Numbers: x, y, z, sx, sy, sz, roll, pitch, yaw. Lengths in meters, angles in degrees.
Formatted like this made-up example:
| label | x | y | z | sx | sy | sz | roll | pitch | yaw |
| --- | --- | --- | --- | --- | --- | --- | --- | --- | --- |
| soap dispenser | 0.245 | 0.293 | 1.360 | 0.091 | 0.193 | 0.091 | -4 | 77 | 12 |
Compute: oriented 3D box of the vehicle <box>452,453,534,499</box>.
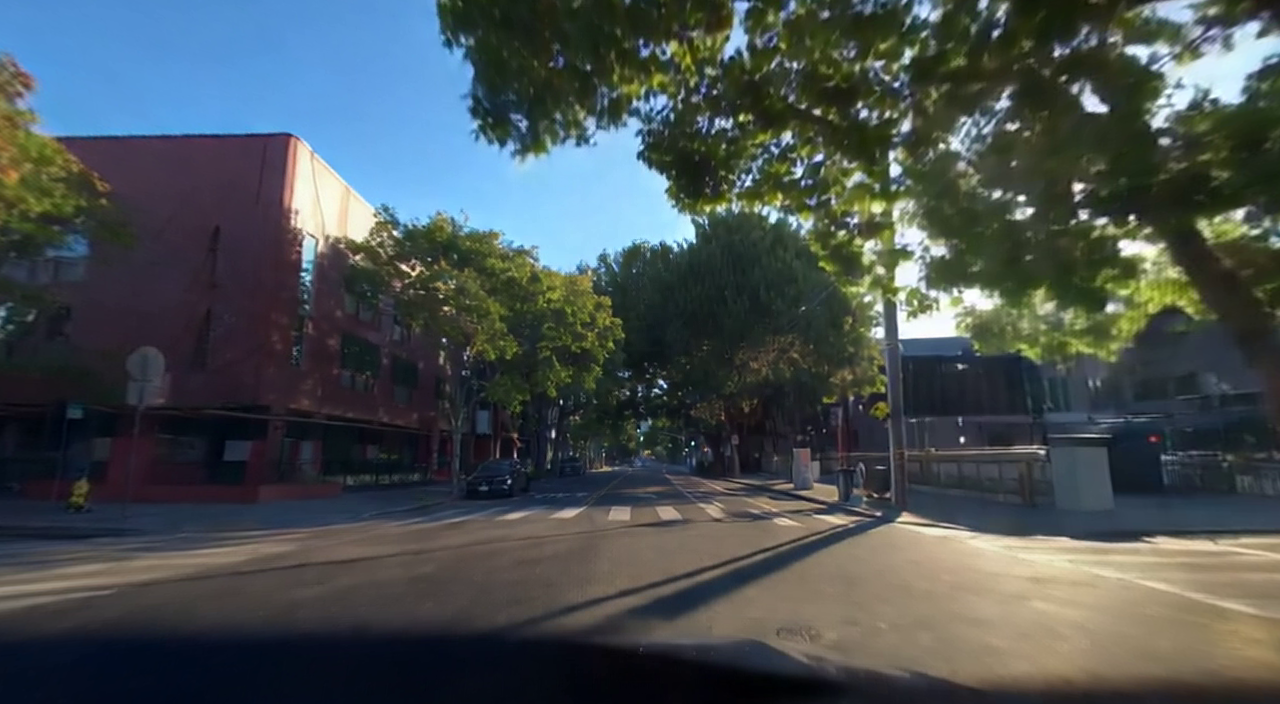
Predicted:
| label | x | y | z | sx | sy | sz | roll | pitch | yaw |
| --- | --- | --- | --- | --- | --- | --- | --- | --- | --- |
| vehicle | -5.819 | 4.947 | 25.596 | 2.223 | 1.658 | 4.621 | 0 | -9 | 0 |
